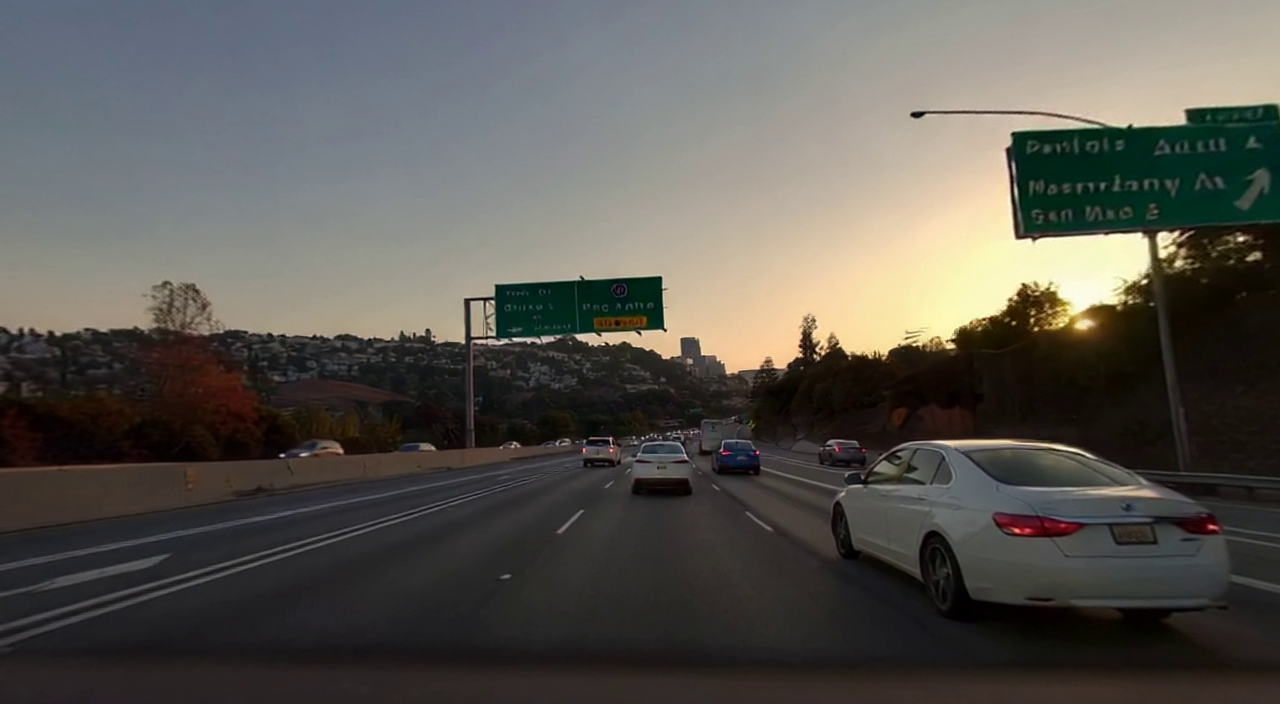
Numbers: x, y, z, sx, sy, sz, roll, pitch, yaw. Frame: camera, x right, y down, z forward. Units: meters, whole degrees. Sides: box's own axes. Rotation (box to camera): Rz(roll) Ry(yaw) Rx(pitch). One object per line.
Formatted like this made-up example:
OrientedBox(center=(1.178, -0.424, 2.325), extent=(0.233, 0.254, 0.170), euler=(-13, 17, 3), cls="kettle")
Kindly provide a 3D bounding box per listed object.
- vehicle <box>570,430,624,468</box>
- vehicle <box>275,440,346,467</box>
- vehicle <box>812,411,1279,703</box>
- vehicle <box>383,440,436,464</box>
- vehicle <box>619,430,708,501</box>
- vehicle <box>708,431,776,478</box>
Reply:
OrientedBox(center=(-2.334, 5.493, 35.617), extent=(2.434, 1.965, 5.305), euler=(0, -9, 3), cls="vehicle")
OrientedBox(center=(-21.816, 6.752, 41.914), extent=(2.009, 1.685, 4.453), euler=(-1, -9, 4), cls="vehicle")
OrientedBox(center=(3.154, 1.400, 5.487), extent=(2.009, 1.489, 4.559), euler=(0, -9, 0), cls="vehicle")
OrientedBox(center=(-17.229, 7.510, 47.302), extent=(1.925, 1.677, 4.495), euler=(-1, -9, 5), cls="vehicle")
OrientedBox(center=(0.611, 2.929, 16.557), extent=(2.074, 1.614, 3.803), euler=(0, -9, 2), cls="vehicle")
OrientedBox(center=(3.942, 4.061, 24.996), extent=(2.076, 1.684, 4.241), euler=(0, -9, 1), cls="vehicle")
